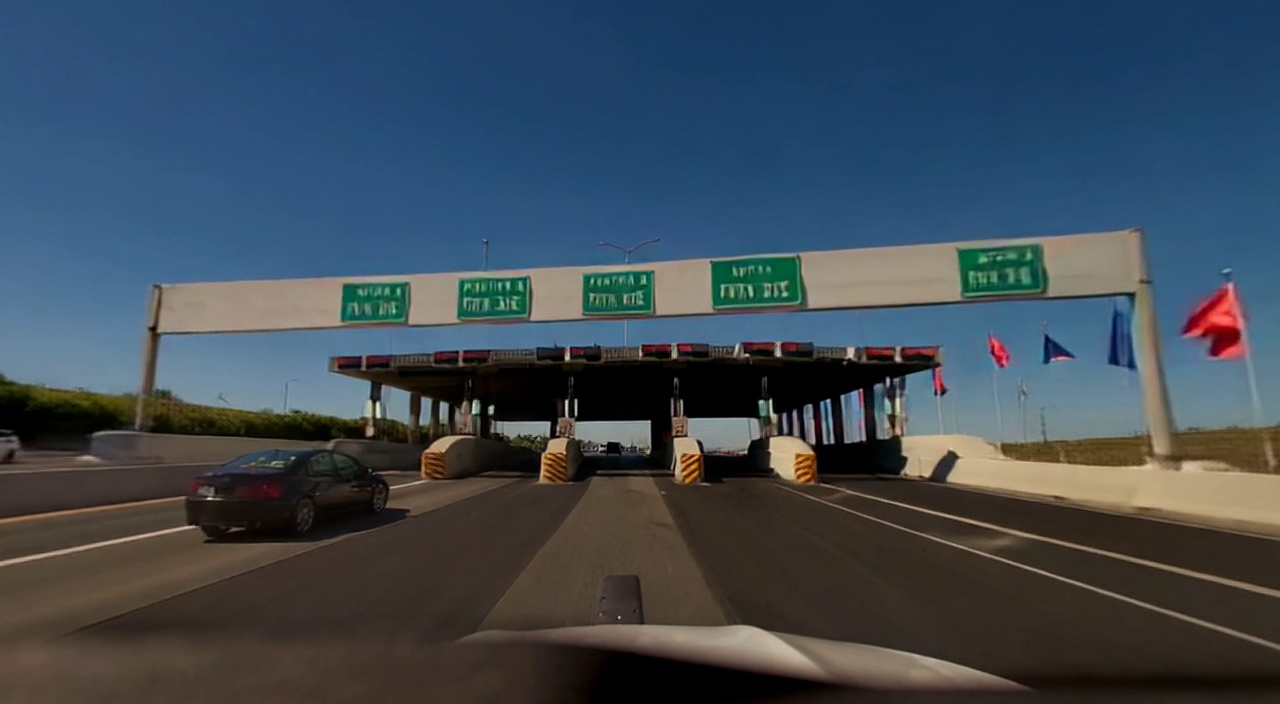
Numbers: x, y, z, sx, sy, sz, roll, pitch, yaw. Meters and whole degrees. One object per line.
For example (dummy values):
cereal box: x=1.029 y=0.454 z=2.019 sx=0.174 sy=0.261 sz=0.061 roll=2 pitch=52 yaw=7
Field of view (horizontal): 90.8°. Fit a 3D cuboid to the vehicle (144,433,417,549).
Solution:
vehicle: x=-5.379 y=2.104 z=10.312 sx=1.981 sy=1.465 sz=4.334 roll=0 pitch=-8 yaw=-1
